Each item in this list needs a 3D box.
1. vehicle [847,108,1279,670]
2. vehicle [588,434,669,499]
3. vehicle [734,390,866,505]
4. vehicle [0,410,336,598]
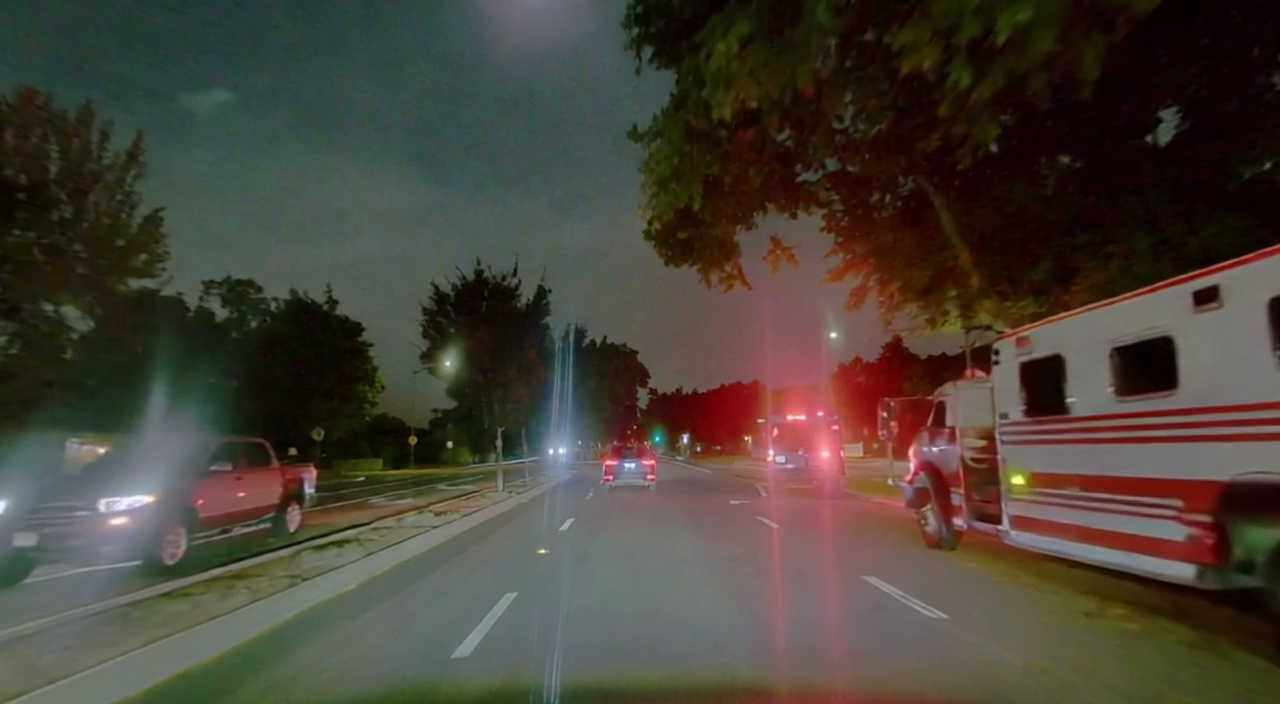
[{"bbox_3d":[5.113,0.578,5.822,2.885,3.246,9.408,0,-10,-2],"label":"vehicle"},{"bbox_3d":[-0.271,3.273,18.420,2.106,1.655,3.717,0,-8,1],"label":"vehicle"},{"bbox_3d":[5.017,2.887,19.020,2.654,2.824,5.794,-7,-10,23],"label":"vehicle"},{"bbox_3d":[-6.468,1.894,8.894,2.165,1.876,4.903,0,-8,-3],"label":"vehicle"}]
